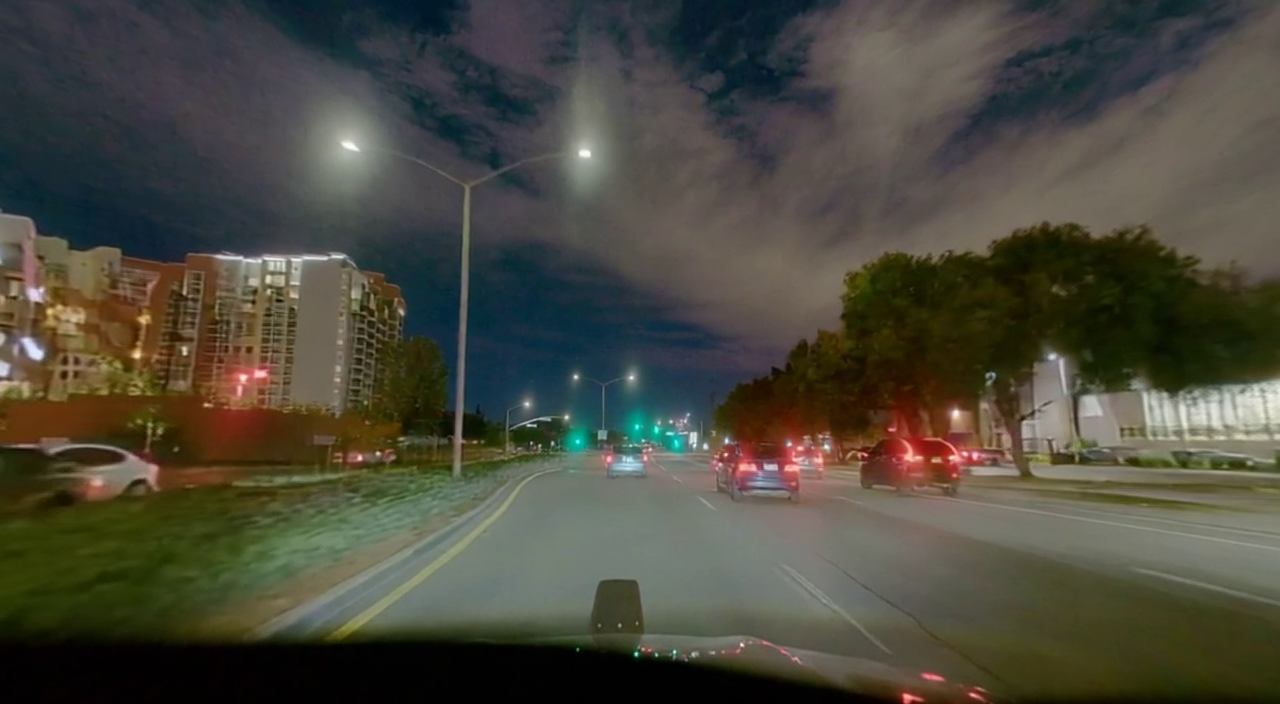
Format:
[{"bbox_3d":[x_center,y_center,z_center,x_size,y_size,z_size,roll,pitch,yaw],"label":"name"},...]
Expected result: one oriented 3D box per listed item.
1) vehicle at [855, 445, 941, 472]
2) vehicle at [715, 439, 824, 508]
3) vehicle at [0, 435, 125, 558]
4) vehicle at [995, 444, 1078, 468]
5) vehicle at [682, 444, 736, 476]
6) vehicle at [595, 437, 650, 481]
[{"bbox_3d":[16.415,6.781,40.306,4.517,1.491,2.056,-1,-8,-7],"label":"vehicle"},{"bbox_3d":[3.065,2.957,15.784,1.852,1.498,3.825,0,-9,-1],"label":"vehicle"},{"bbox_3d":[-8.871,1.765,7.655,1.849,1.506,4.060,0,-9,-1],"label":"vehicle"},{"bbox_3d":[26.912,7.087,42.997,4.321,1.580,1.924,0,-10,-3],"label":"vehicle"},{"bbox_3d":[3.323,5.307,31.332,2.098,1.456,4.372,0,-9,-1],"label":"vehicle"},{"bbox_3d":[-0.686,4.451,26.505,2.101,1.694,3.979,0,-9,0],"label":"vehicle"}]
